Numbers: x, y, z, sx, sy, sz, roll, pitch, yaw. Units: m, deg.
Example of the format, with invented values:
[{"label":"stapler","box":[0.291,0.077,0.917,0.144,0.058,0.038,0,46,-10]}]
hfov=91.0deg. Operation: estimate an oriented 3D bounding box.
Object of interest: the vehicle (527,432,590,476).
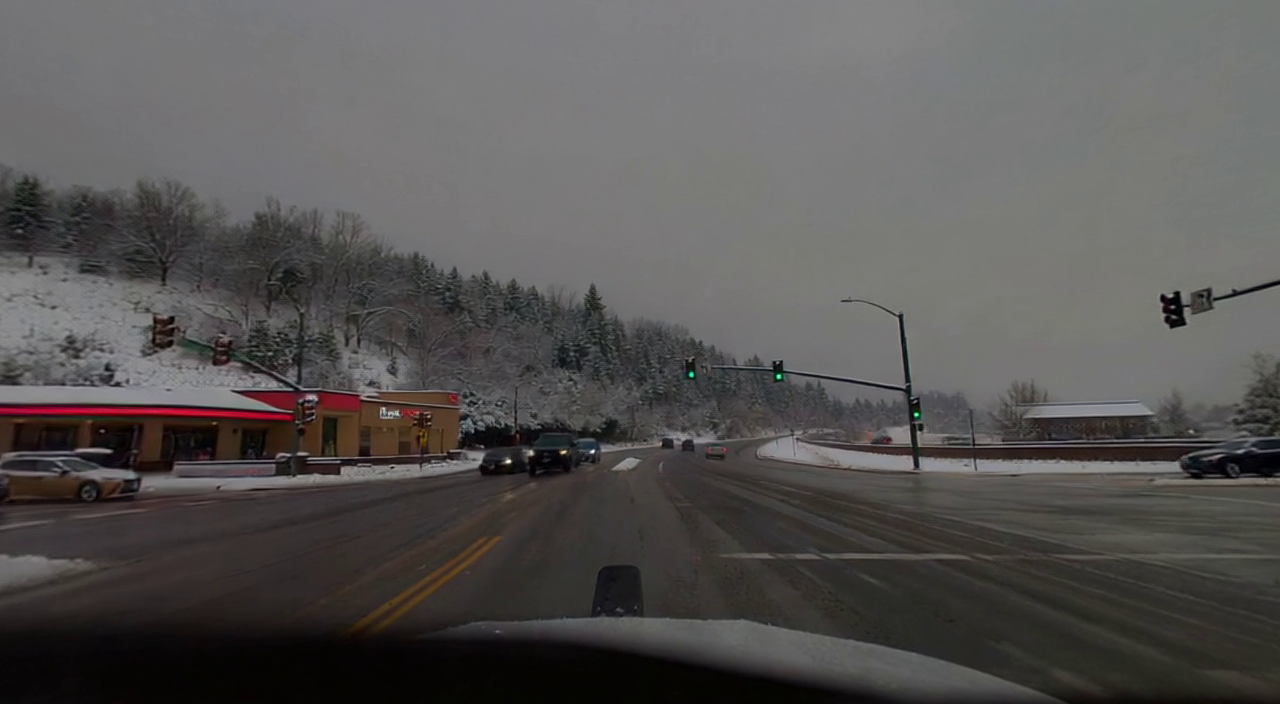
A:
[{"label":"vehicle","box":[-4.303,5.508,34.306,2.662,2.197,5.454,0,-8,1]}]

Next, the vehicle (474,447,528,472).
[{"label":"vehicle","box":[-10.466,8.113,47.733,2.069,1.706,4.336,-3,-9,17]}]

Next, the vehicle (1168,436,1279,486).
[{"label":"vehicle","box":[25.052,4.467,26.064,4.546,1.944,2.051,1,-9,-5]}]

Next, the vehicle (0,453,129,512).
[{"label":"vehicle","box":[-19.809,4.198,20.524,4.440,1.748,2.033,0,-9,1]}]
